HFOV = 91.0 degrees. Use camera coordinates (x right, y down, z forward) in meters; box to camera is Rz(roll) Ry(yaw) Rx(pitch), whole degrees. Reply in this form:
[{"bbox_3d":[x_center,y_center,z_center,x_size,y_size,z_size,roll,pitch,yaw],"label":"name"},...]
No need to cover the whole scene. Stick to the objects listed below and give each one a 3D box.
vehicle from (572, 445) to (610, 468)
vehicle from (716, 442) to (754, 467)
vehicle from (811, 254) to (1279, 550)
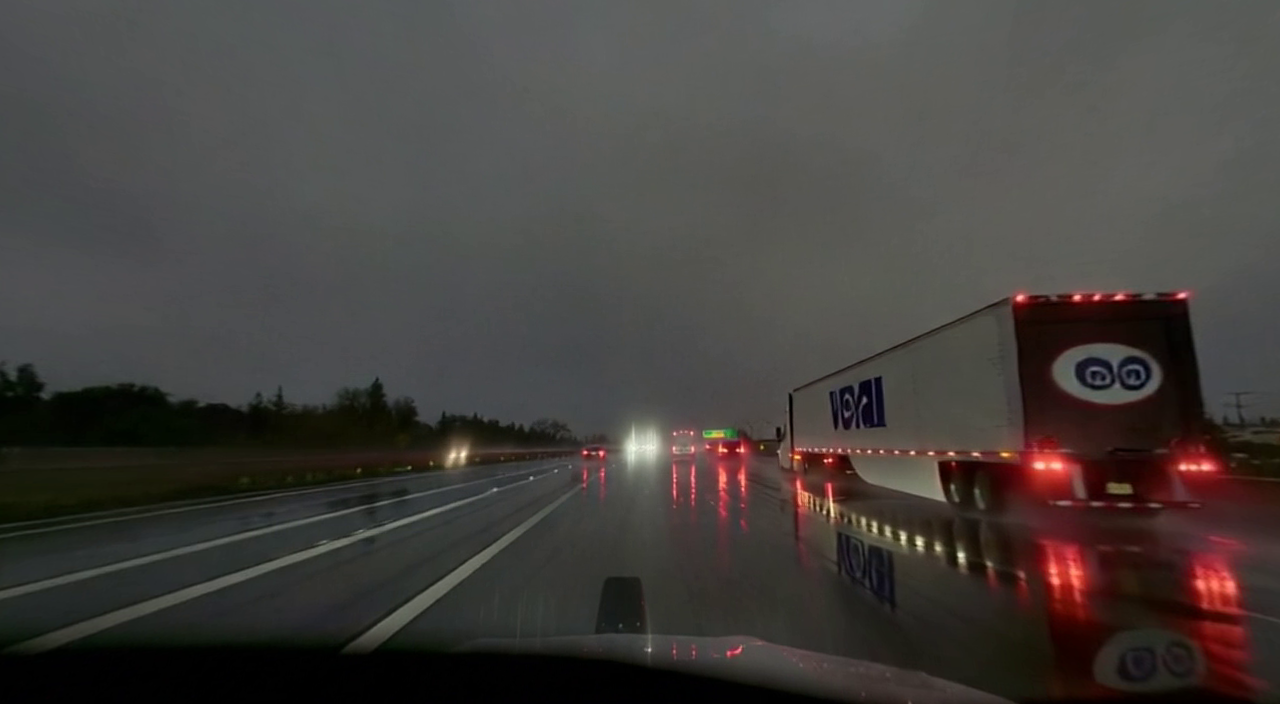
[{"bbox_3d":[-3.412,7.364,44.571,2.164,1.507,4.748,0,-9,1],"label":"vehicle"},{"bbox_3d":[6.792,7.370,45.379,2.188,1.727,4.381,0,-9,1],"label":"vehicle"},{"bbox_3d":[8.062,1.804,16.513,2.912,4.143,15.538,0,-9,0],"label":"vehicle"}]
